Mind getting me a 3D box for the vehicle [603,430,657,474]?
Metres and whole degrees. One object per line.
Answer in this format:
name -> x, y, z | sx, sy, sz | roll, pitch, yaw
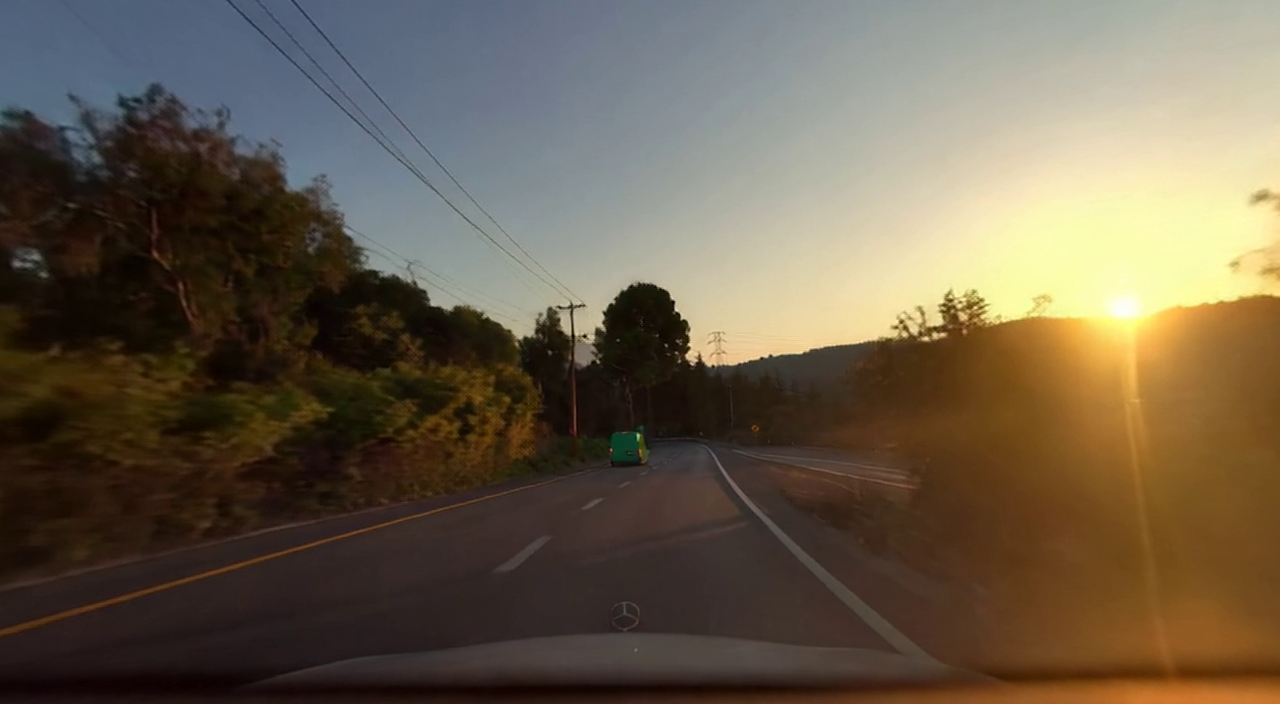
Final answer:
vehicle -> -0.424, 5.077, 32.090 | 2.270, 2.023, 4.632 | -1, -9, 5
